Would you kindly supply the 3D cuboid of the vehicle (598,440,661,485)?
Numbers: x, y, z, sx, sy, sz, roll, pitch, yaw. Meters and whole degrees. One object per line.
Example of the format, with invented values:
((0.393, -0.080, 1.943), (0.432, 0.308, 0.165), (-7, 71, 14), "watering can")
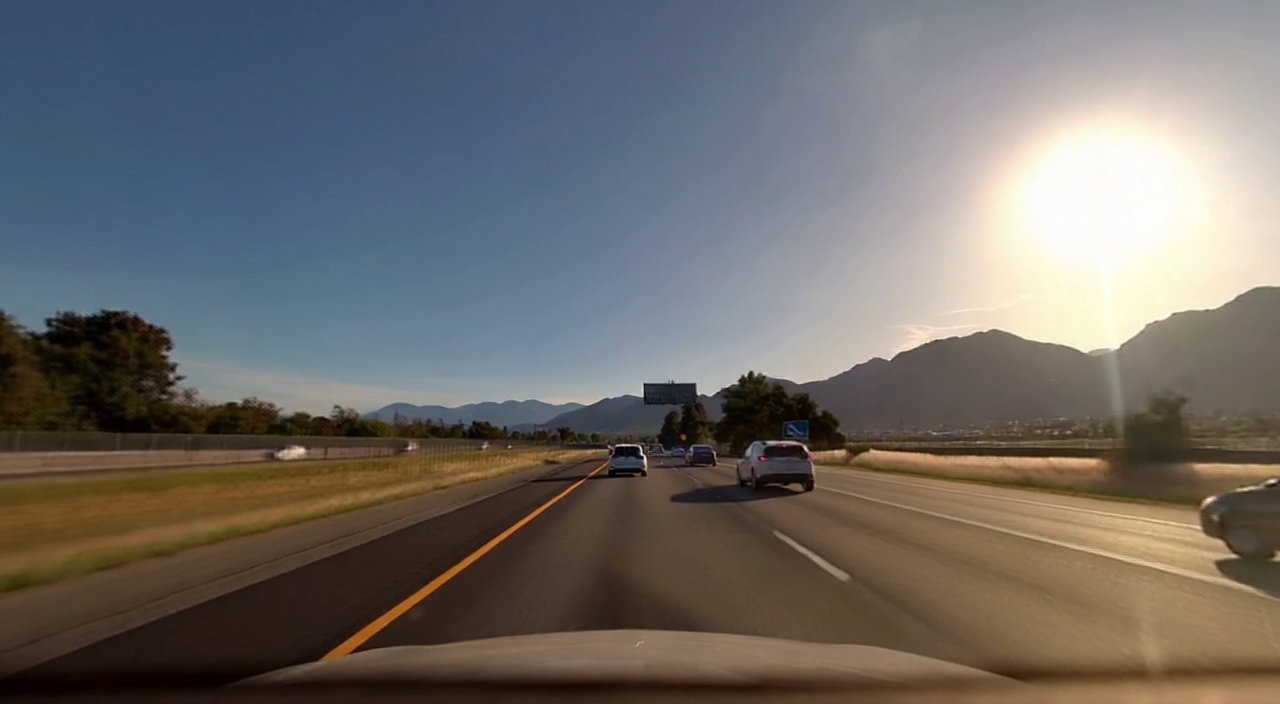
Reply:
((-0.379, 3.928, 22.675), (2.085, 1.449, 3.860), (0, -9, -1), "vehicle")

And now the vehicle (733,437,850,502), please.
((3.831, 3.045, 16.728), (1.949, 1.493, 4.272), (0, -9, -1), "vehicle")

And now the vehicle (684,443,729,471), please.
((3.624, 5.772, 34.920), (1.957, 1.447, 4.241), (0, -9, -1), "vehicle")
